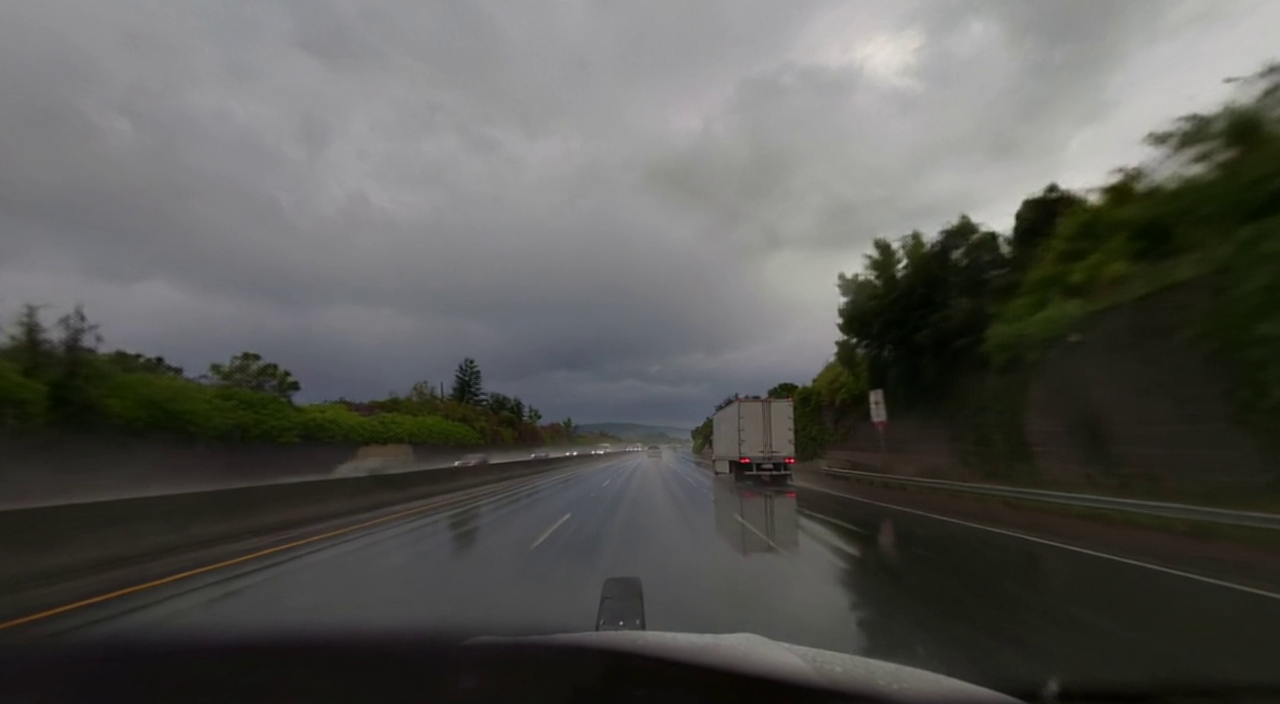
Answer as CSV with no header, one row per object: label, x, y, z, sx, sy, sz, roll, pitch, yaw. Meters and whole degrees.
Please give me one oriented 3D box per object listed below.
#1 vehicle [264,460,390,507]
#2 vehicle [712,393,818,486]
vehicle,-10.952,4.619,22.521,2.064,1.417,4.622,0,-9,1
vehicle,4.940,3.785,26.768,2.771,3.313,8.121,0,-9,0
